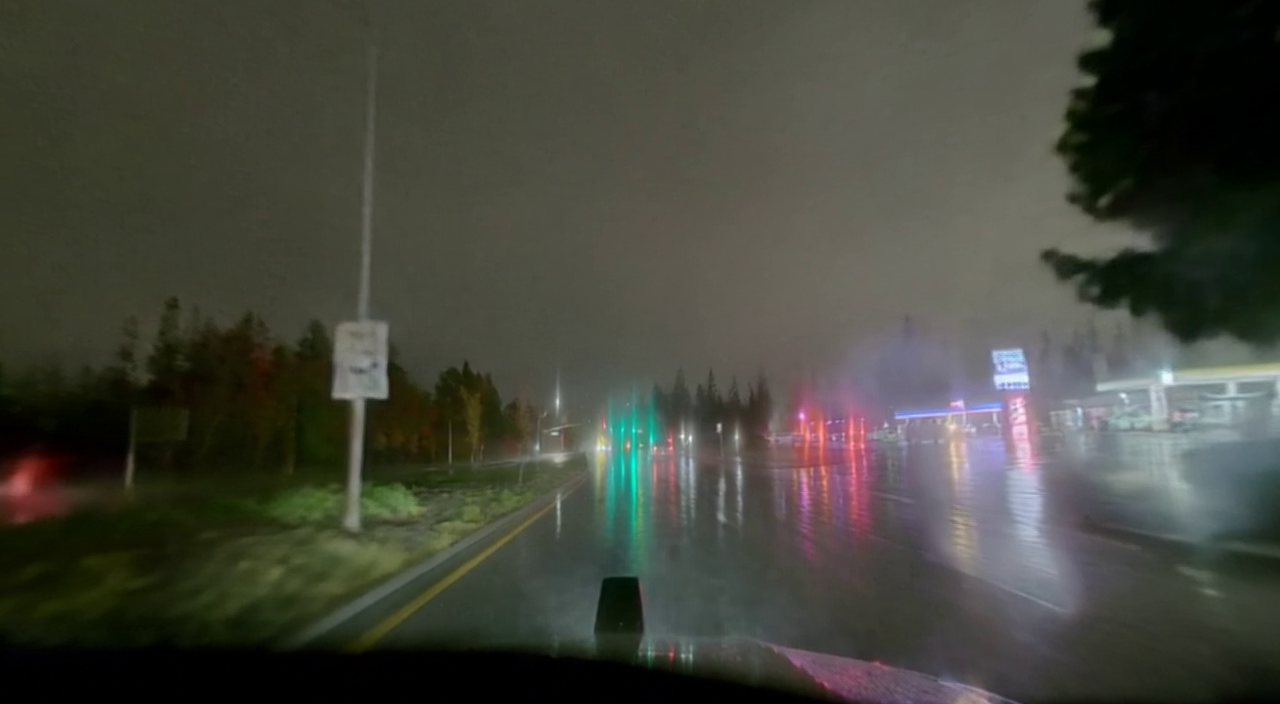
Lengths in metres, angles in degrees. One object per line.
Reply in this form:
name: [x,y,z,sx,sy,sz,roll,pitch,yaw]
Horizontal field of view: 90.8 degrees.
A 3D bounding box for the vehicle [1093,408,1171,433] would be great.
vehicle: [36.396,5.124,46.900,1.841,1.471,4.498,-3,-9,-5]
